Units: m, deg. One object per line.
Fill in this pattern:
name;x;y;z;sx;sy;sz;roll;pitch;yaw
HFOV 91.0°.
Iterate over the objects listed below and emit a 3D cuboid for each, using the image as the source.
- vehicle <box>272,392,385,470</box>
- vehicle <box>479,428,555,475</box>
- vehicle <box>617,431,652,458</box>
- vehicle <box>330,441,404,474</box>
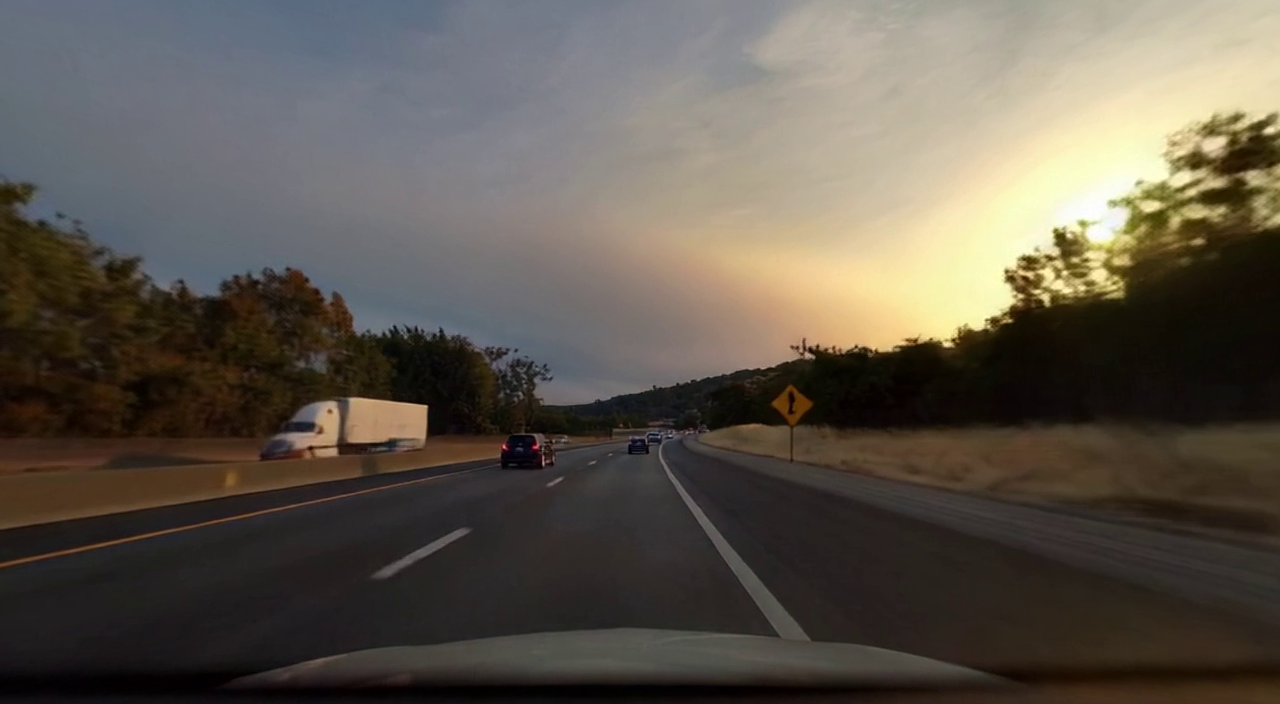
vehicle;-17.399;4.509;35.685;3.120;3.985;5.992;-1;-8;1
vehicle;-4.741;3.908;24.886;2.075;1.653;4.317;-1;-8;1
vehicle;-0.338;5.993;40.767;2.146;1.636;4.026;0;-8;-1
vehicle;-13.107;5.065;30.491;1.838;1.423;3.884;-1;-8;1
